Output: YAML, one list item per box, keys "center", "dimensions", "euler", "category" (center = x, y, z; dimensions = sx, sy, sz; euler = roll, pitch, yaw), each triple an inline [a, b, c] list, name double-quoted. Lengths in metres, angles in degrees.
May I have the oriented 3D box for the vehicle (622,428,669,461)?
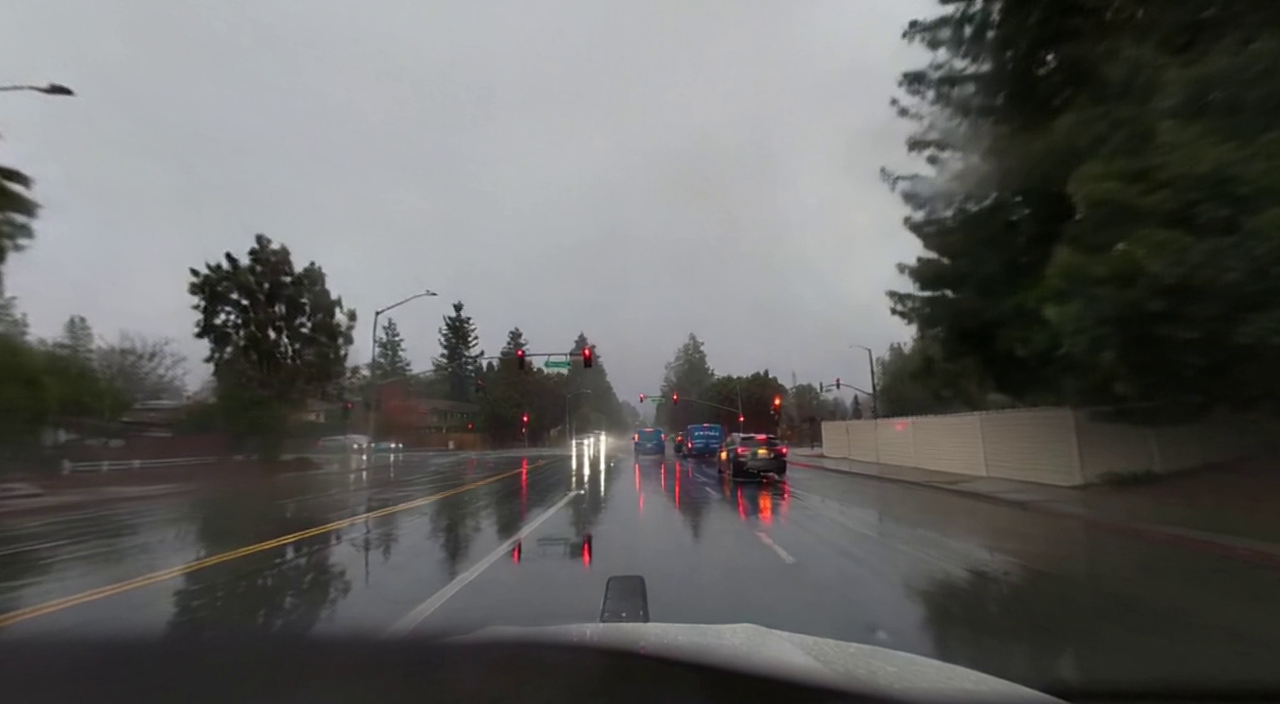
- center: [0.328, 4.849, 33.004]
  dimensions: [2.321, 1.624, 4.367]
  euler: [0, -8, 1]
  category: "vehicle"

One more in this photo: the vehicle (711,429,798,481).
- center: [3.588, 3.333, 20.534]
  dimensions: [1.934, 1.506, 4.544]
  euler: [0, -8, -1]
  category: "vehicle"

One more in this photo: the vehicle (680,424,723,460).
- center: [3.485, 5.189, 36.203]
  dimensions: [2.059, 1.924, 4.257]
  euler: [0, -8, 0]
  category: "vehicle"
